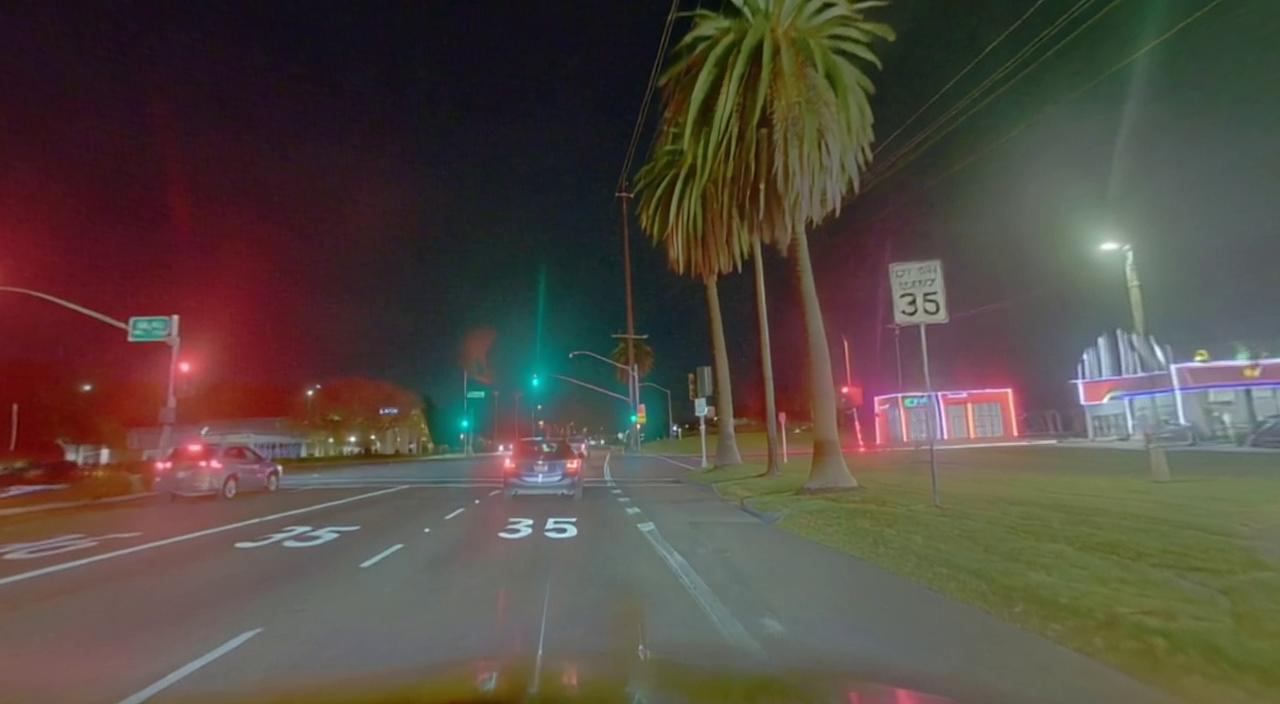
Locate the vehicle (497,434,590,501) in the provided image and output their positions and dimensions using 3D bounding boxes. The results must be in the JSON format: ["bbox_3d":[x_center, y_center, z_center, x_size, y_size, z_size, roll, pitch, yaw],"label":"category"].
[{"bbox_3d":[-2.405,2.928,16.458,2.063,1.474,4.334,1,-8,-6],"label":"vehicle"}]

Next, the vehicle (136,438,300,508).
[{"bbox_3d":[-12.513,3.566,19.225,2.050,1.811,4.752,1,-8,-5],"label":"vehicle"}]

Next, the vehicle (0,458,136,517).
[{"bbox_3d":[-18.054,4.036,19.279,1.879,1.496,4.510,0,-8,-4],"label":"vehicle"}]
